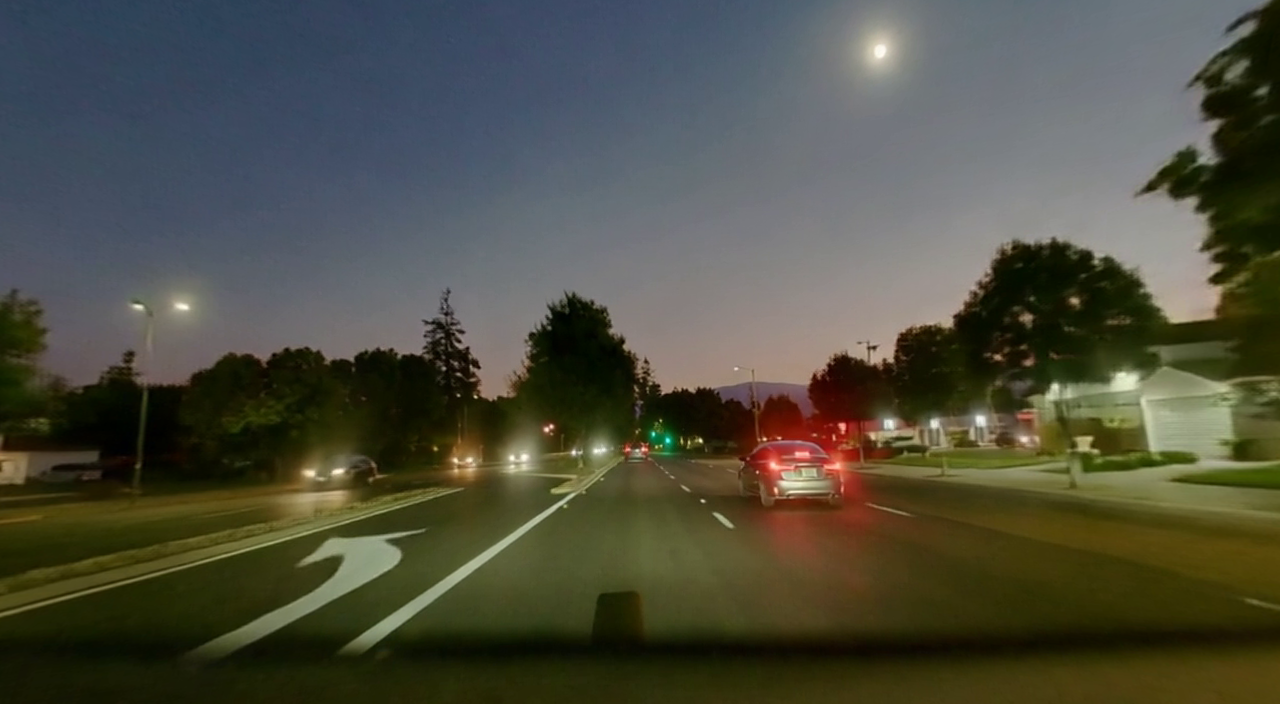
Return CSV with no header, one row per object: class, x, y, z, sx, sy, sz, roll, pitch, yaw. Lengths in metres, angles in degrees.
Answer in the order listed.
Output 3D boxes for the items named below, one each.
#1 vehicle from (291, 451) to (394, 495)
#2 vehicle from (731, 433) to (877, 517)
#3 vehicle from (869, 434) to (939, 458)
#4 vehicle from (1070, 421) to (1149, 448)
vehicle,-12.470,5.066,26.883,2.044,1.631,4.777,0,-9,0
vehicle,3.520,2.737,14.631,1.995,1.616,4.729,0,-9,-1
vehicle,19.969,7.142,47.881,4.376,1.735,1.854,0,-9,-2
vehicle,35.612,6.313,48.017,4.356,1.913,2.003,-1,-8,-2
